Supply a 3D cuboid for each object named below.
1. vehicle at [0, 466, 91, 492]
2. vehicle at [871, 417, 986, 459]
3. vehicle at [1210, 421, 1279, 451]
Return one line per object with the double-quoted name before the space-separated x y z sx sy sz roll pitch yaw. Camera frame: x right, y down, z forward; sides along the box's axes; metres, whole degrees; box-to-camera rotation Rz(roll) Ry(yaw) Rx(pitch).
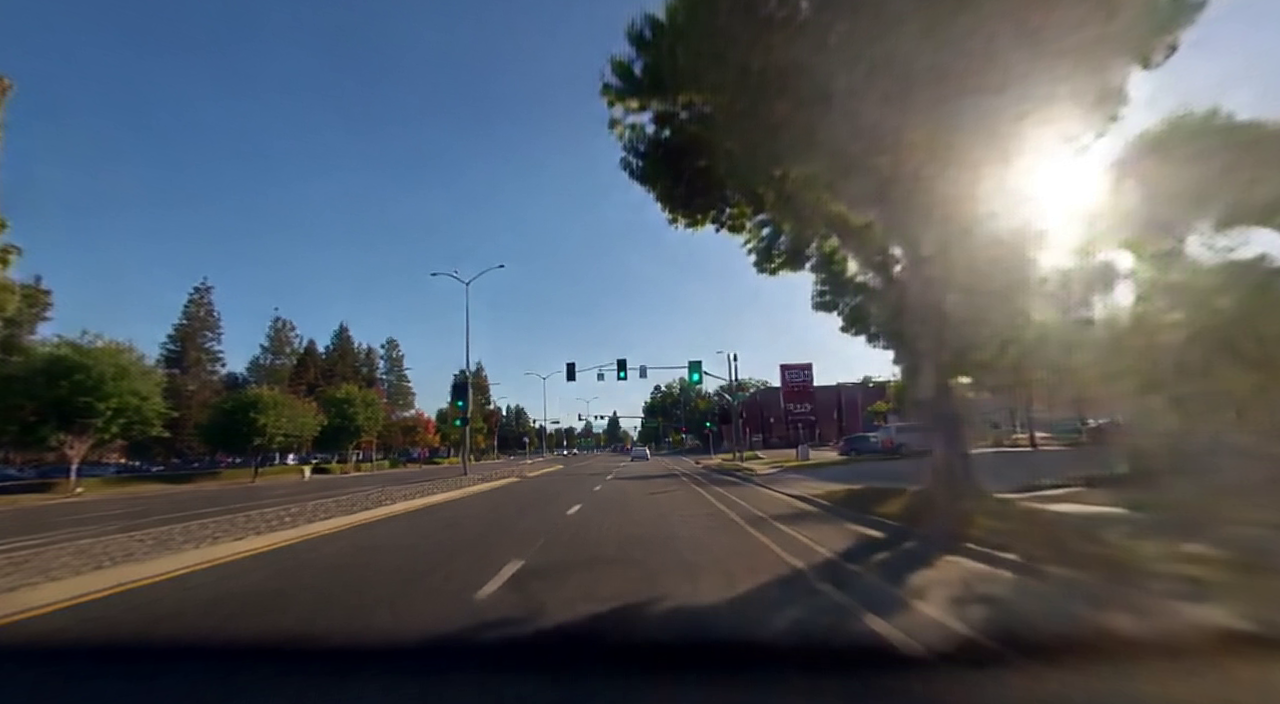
"vehicle" -36.982 7.856 39.187 4.104 1.470 1.828 0 -8 1
"vehicle" 13.801 4.159 30.386 4.514 1.929 1.991 0 -8 -4
"vehicle" 33.196 4.490 33.761 1.780 1.456 4.390 -6 -10 8
